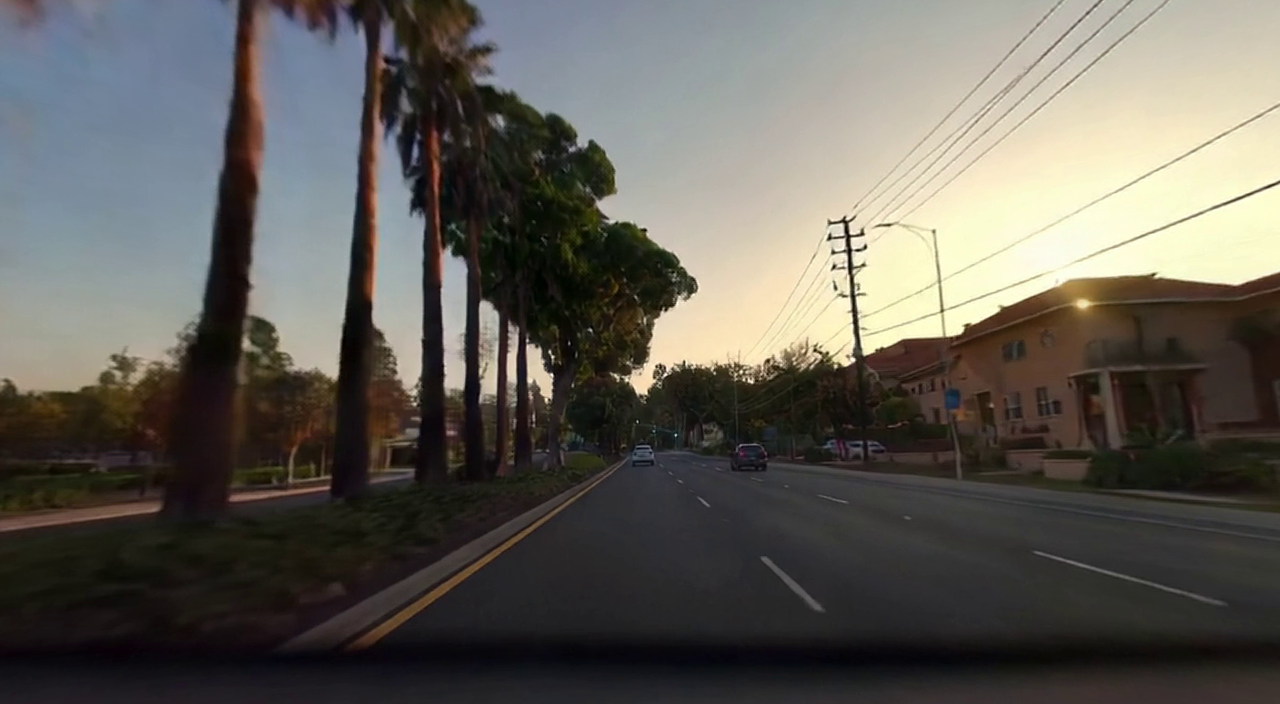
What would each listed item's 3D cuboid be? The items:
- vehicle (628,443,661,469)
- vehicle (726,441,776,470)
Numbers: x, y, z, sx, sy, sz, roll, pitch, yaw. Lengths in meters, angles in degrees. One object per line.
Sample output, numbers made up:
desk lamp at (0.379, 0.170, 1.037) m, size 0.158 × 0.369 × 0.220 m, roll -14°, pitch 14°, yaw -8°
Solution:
vehicle at (0.296, 7.087, 43.100) m, size 2.138 × 1.702 × 4.168 m, roll 0°, pitch -9°, yaw 1°
vehicle at (6.812, 6.409, 39.138) m, size 2.252 × 1.718 × 4.617 m, roll 0°, pitch -9°, yaw 0°
